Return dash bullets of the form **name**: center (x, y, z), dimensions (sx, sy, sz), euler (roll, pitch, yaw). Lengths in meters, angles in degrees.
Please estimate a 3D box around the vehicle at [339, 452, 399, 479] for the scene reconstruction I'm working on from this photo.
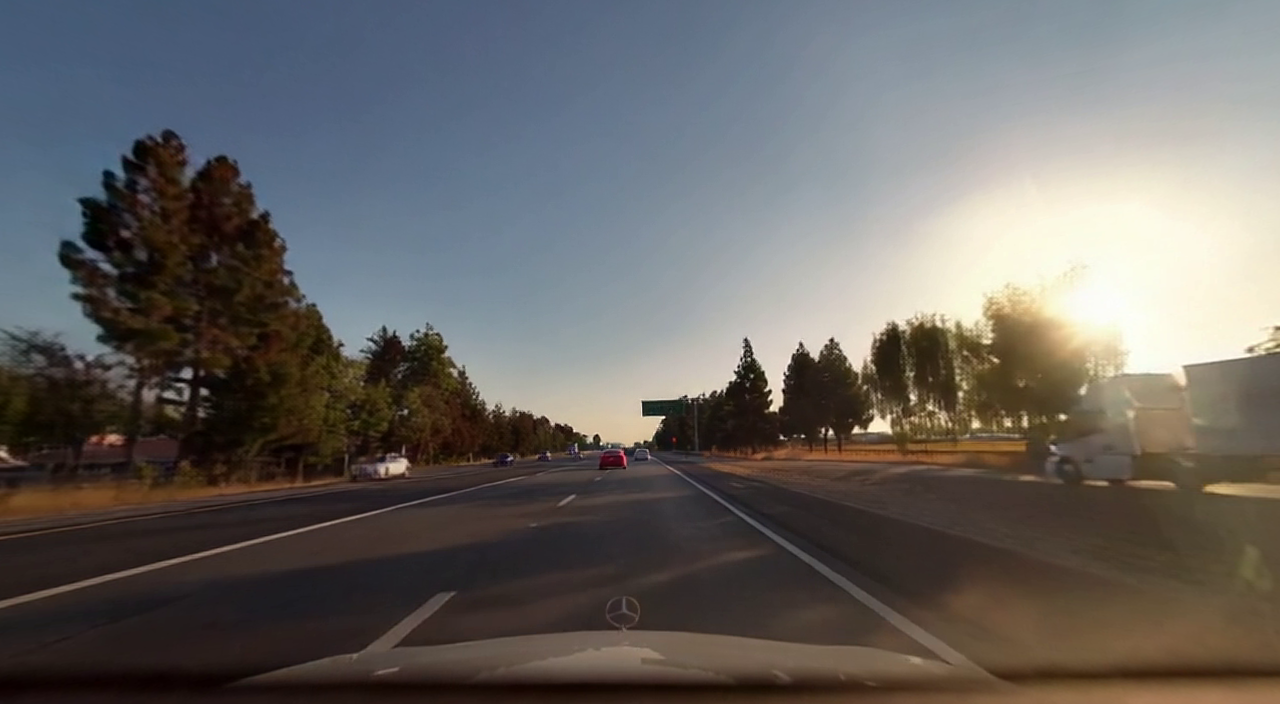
- **vehicle**: center (-16.513, 6.907, 38.595), dimensions (1.859, 1.478, 3.995), euler (0, -9, 0)

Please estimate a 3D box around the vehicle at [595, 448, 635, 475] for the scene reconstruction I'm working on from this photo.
- **vehicle**: center (-1.423, 6.519, 37.803), dimensions (2.170, 1.451, 4.584), euler (0, -9, 1)

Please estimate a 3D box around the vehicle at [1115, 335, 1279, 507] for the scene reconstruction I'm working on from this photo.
- **vehicle**: center (17.734, 1.139, 12.483), dimensions (2.859, 4.163, 14.784), euler (-2, -8, -11)
